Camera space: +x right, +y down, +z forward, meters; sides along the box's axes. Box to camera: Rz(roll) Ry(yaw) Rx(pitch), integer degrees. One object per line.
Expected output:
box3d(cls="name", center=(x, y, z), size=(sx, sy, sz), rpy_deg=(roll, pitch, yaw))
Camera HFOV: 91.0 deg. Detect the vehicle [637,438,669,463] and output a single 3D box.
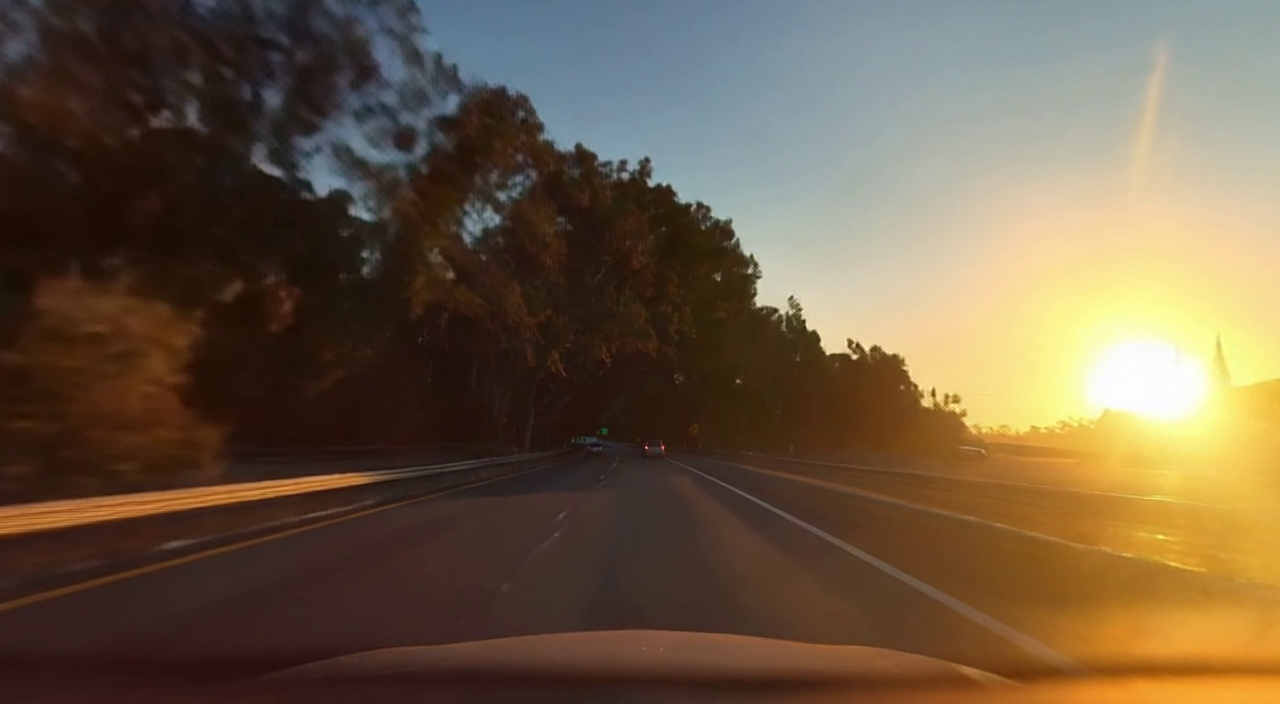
box3d(cls="vehicle", center=(0.828, 6.531, 41.775), size=(1.966, 1.542, 3.979), rpy_deg=(0, -8, -1))
